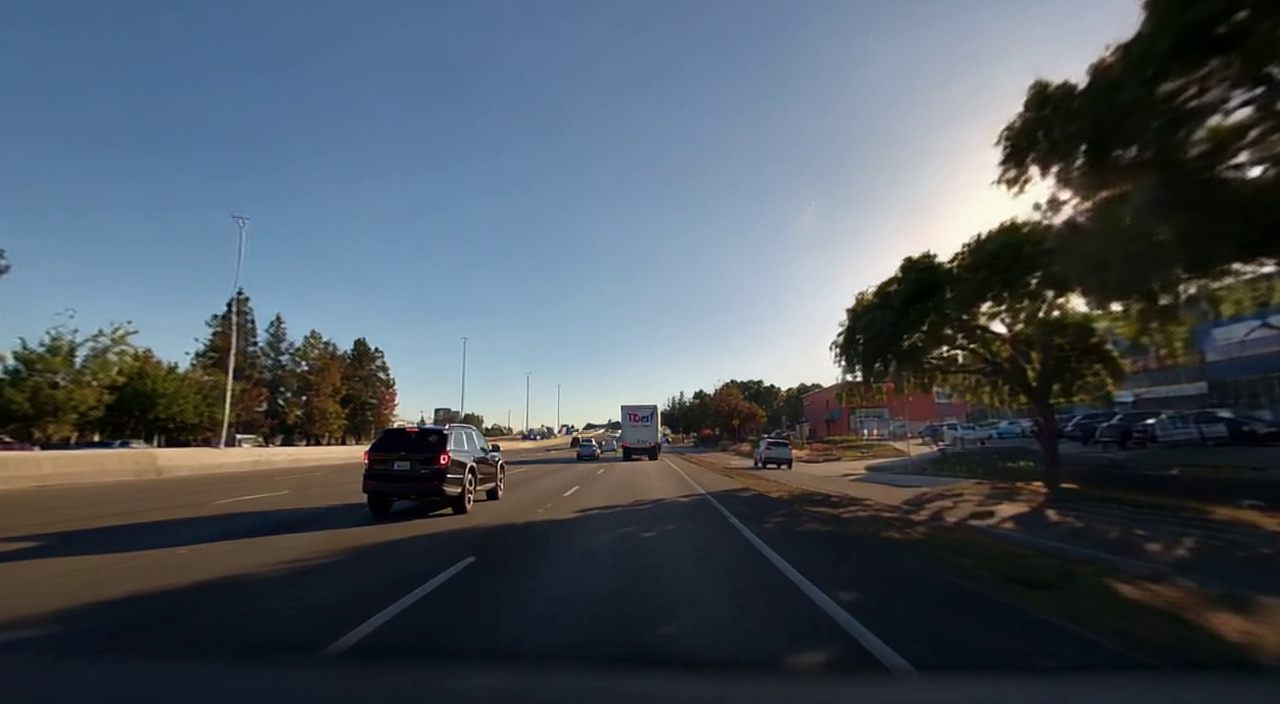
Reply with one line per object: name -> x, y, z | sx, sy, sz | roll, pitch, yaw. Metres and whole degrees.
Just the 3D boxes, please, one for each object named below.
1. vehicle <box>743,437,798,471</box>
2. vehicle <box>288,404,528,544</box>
vehicle -> 6.826, 5.405, 33.367 | 1.958, 1.681, 4.109 | 0, -9, -1
vehicle -> -3.491, 1.974, 10.779 | 2.178, 1.826, 4.933 | 0, -9, 1
